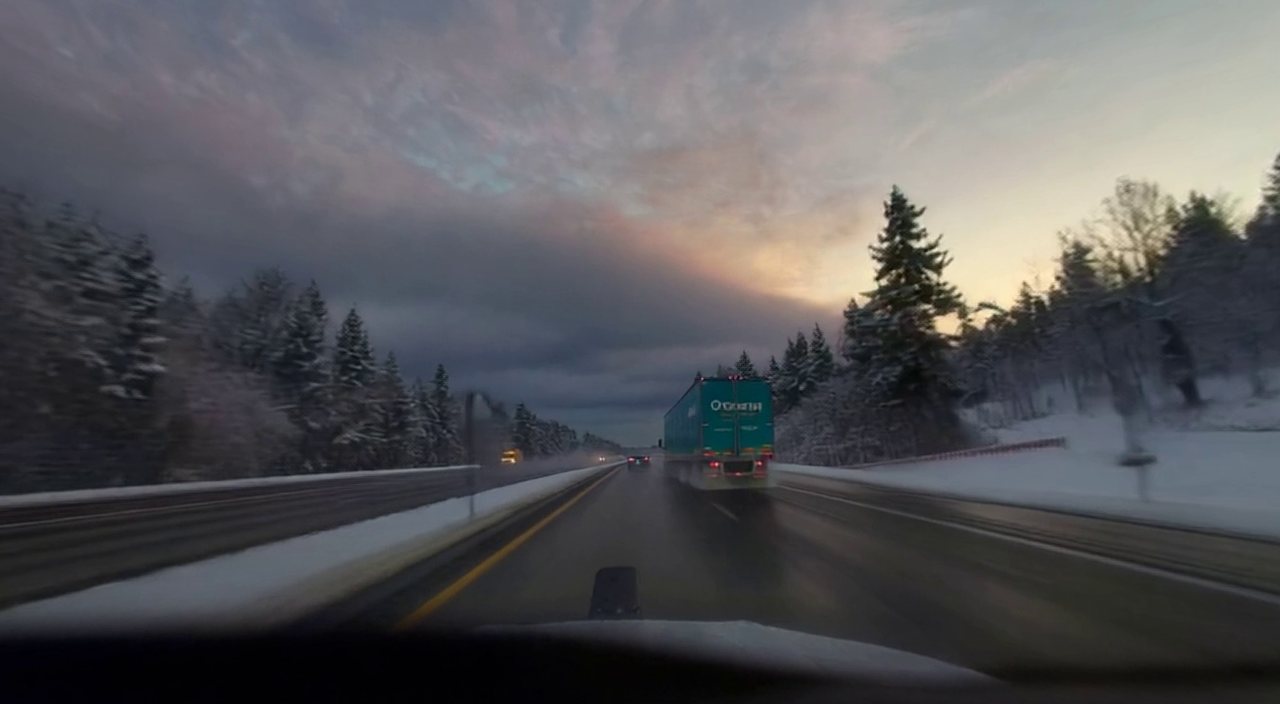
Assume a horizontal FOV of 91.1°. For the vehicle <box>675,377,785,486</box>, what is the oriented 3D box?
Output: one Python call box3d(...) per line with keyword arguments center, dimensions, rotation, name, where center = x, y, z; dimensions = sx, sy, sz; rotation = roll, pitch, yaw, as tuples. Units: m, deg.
box3d(center=(3.711, 3.874, 29.512), dimensions=(3.440, 4.090, 11.380), rotation=(-1, -9, 0), name="vehicle")
